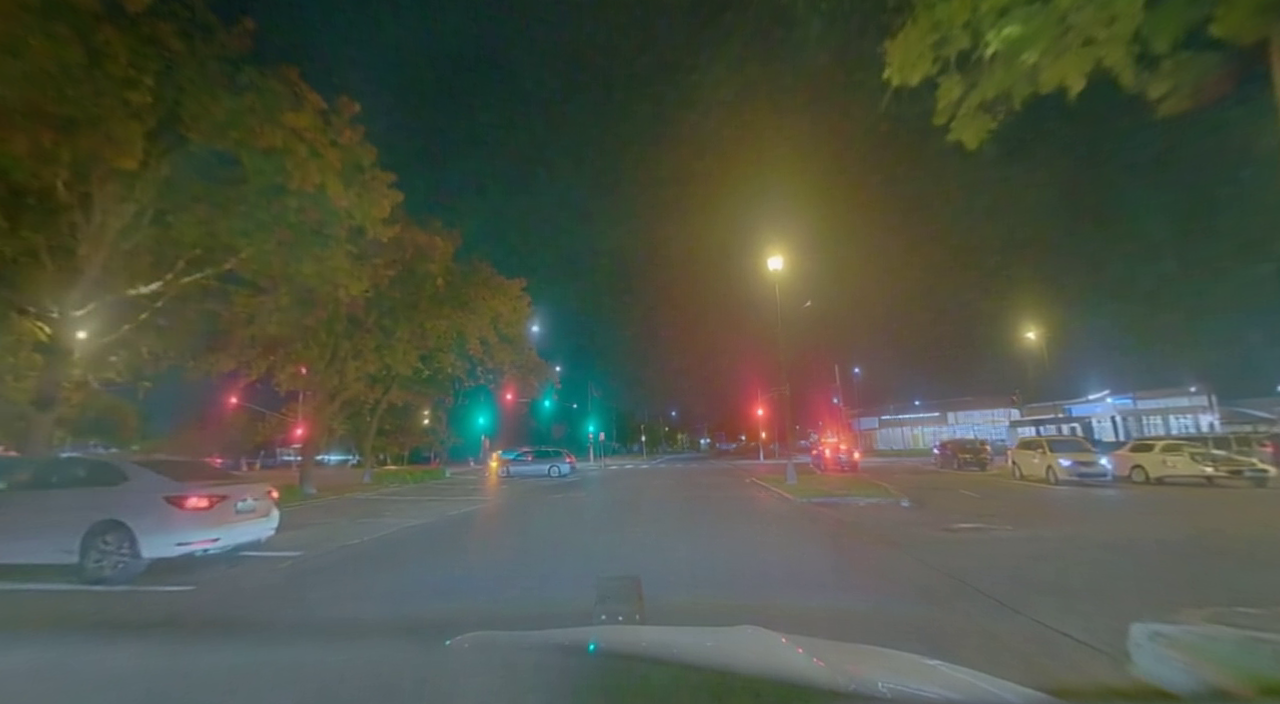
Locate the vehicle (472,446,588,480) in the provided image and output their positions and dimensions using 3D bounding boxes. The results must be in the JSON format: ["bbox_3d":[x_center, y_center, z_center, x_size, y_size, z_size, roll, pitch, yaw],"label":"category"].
[{"bbox_3d":[-5.054,5.120,29.314,4.792,1.468,2.116,-2,-9,13],"label":"vehicle"}]

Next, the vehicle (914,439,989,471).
[{"bbox_3d":[15.728,5.219,32.192,1.951,1.491,4.359,-1,-9,5],"label":"vehicle"}]

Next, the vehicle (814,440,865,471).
[{"bbox_3d":[10.621,5.501,33.964,2.061,1.519,4.794,-2,-8,11],"label":"vehicle"}]

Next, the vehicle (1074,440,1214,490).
[{"bbox_3d":[15.676,3.498,19.931,1.936,1.391,3.874,-2,-9,14],"label":"vehicle"}]

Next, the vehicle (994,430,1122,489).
[{"bbox_3d":[13.281,3.427,20.447,1.921,1.657,4.400,-2,-9,13],"label":"vehicle"}]

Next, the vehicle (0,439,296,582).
[{"bbox_3d":[-6.875,1.810,7.614,4.376,1.476,1.791,0,-9,2],"label":"vehicle"}]
